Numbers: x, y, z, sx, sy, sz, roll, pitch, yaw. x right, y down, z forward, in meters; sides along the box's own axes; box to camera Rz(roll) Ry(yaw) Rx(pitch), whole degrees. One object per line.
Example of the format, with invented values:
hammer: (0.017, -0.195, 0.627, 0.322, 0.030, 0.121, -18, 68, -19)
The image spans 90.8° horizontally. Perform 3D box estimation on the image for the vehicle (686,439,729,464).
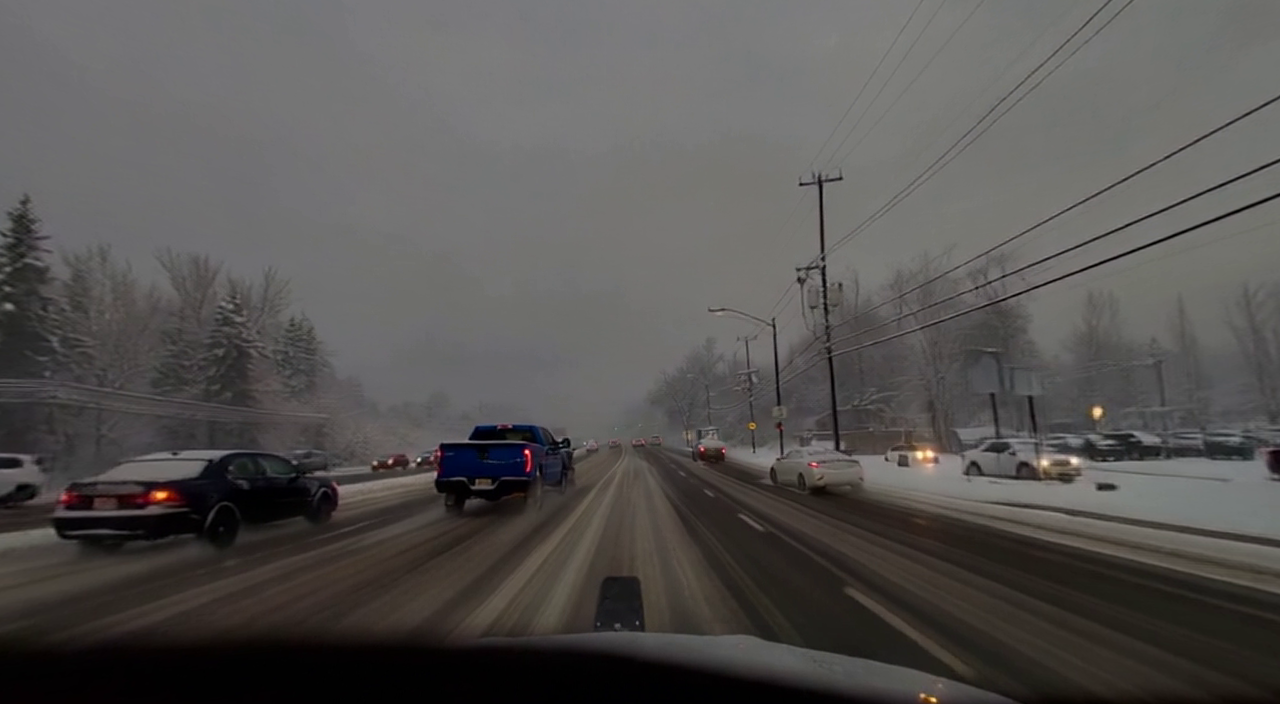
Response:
vehicle: (4.194, 6.277, 40.002, 2.071, 1.435, 4.226, 0, -9, -3)

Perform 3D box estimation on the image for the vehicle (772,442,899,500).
vehicle: (5.402, 3.341, 18.190, 1.840, 1.428, 4.602, 1, -9, -5)

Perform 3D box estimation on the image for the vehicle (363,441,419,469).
vehicle: (-17.800, 7.370, 45.470, 2.114, 1.892, 4.773, 0, -8, -1)

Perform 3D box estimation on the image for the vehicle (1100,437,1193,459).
vehicle: (35.056, 6.679, 43.827, 4.630, 1.444, 1.994, 0, -9, 2)

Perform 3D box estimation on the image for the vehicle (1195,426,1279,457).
vehicle: (34.789, 5.105, 36.011, 4.595, 1.701, 2.257, 2, -9, -12)

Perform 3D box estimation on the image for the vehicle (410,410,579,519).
vehicle: (-2.983, 2.536, 14.790, 2.467, 1.991, 6.089, 0, -9, 1)

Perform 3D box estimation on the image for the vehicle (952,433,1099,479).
vehicle: (17.708, 4.808, 29.517, 2.267, 1.925, 5.964, 2, -9, -12)

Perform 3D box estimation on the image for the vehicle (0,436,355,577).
vehicle: (-6.310, 2.026, 9.218, 2.035, 1.497, 4.723, 0, -9, 1)

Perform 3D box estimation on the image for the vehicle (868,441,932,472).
vehicle: (16.581, 6.675, 40.632, 2.044, 1.812, 4.935, 0, -9, 1)
